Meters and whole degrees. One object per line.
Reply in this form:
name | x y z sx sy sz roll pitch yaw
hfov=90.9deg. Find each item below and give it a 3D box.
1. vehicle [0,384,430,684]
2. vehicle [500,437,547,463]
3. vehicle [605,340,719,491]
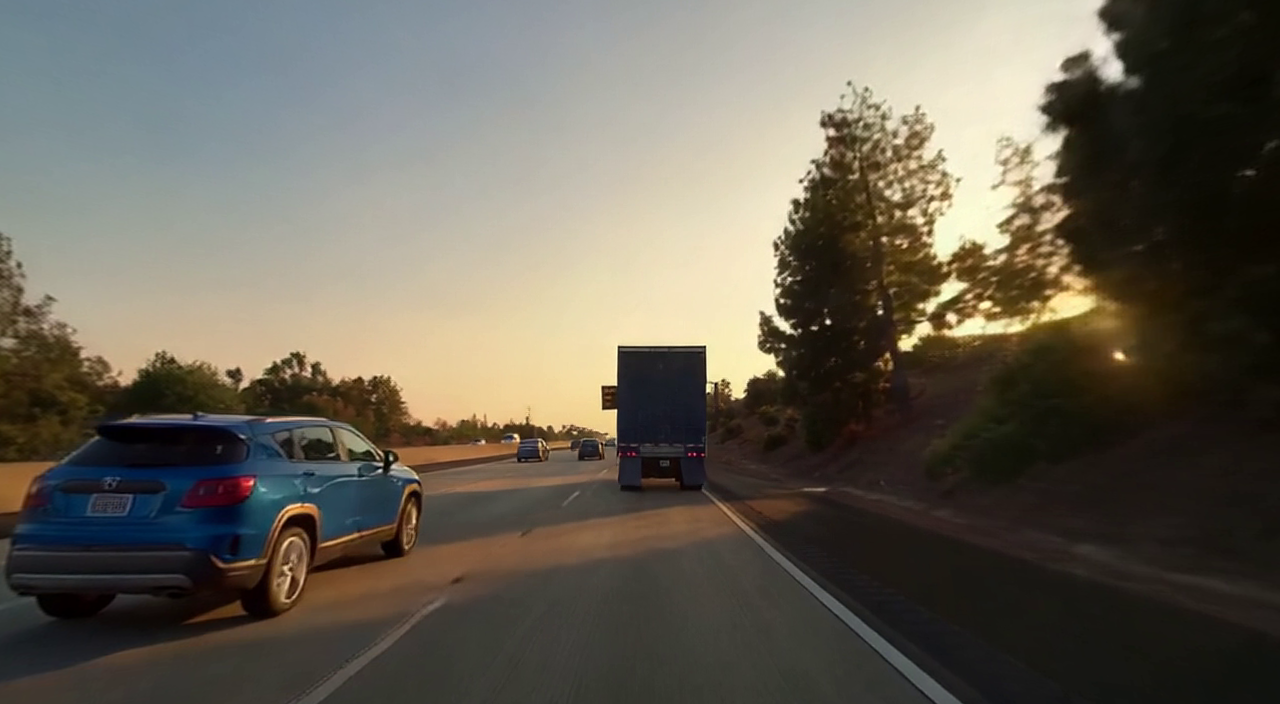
vehicle | -3.712 1.335 5.740 2.077 1.671 4.249 0 -8 1
vehicle | -6.933 5.898 37.898 1.882 1.451 4.416 0 -8 1
vehicle | 0.558 2.379 21.470 2.870 3.841 10.653 0 -8 0
